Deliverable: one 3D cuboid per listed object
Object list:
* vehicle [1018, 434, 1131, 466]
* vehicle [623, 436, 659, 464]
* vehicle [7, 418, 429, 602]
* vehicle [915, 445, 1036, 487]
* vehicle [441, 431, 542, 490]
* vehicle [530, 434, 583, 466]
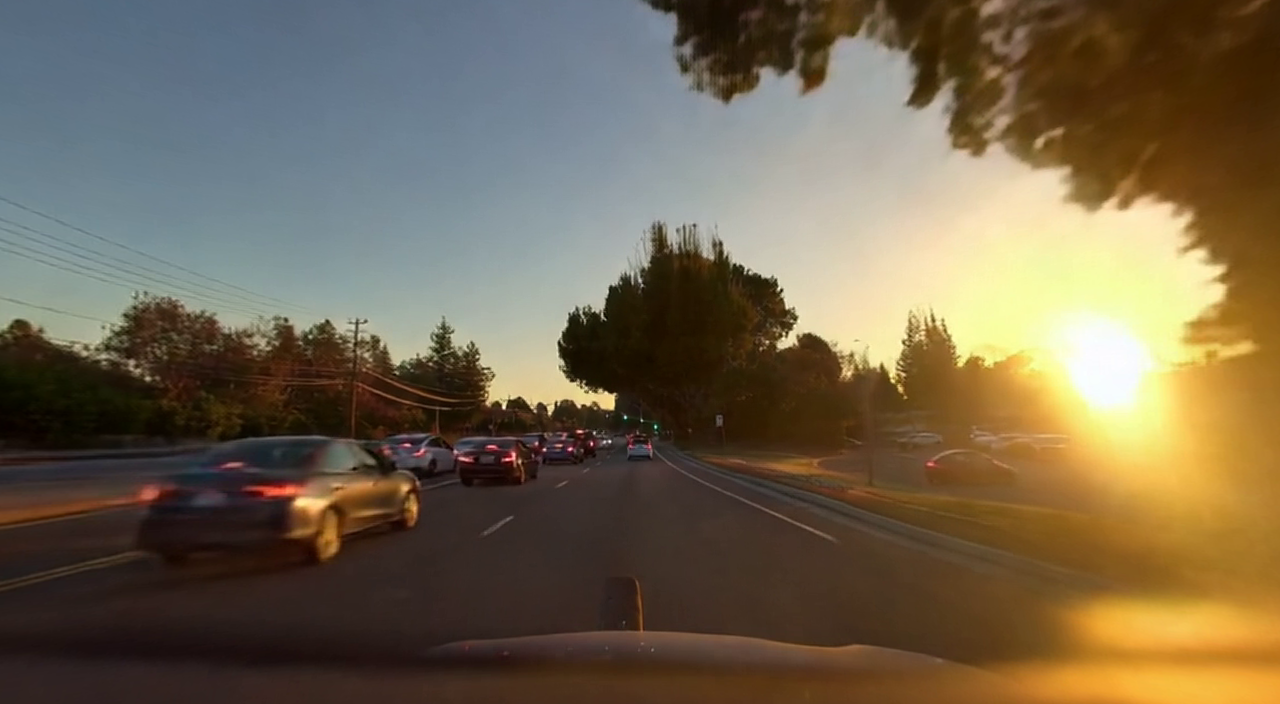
[{"bbox_3d":[28.130,6.348,40.931,5.741,1.952,2.128,0,-8,-2],"label":"vehicle"},{"bbox_3d":[0.040,5.442,35.280,1.875,1.453,3.888,-1,-8,0],"label":"vehicle"},{"bbox_3d":[-4.260,1.624,7.521,1.904,1.496,4.481,-1,-8,1],"label":"vehicle"},{"bbox_3d":[14.841,5.038,28.073,4.265,1.693,1.902,0,-8,-1],"label":"vehicle"},{"bbox_3d":[-4.213,3.130,18.638,1.871,1.502,4.240,-1,-8,1],"label":"vehicle"},{"bbox_3d":[-4.150,4.926,31.931,1.975,1.447,4.356,-1,-8,2],"label":"vehicle"}]
